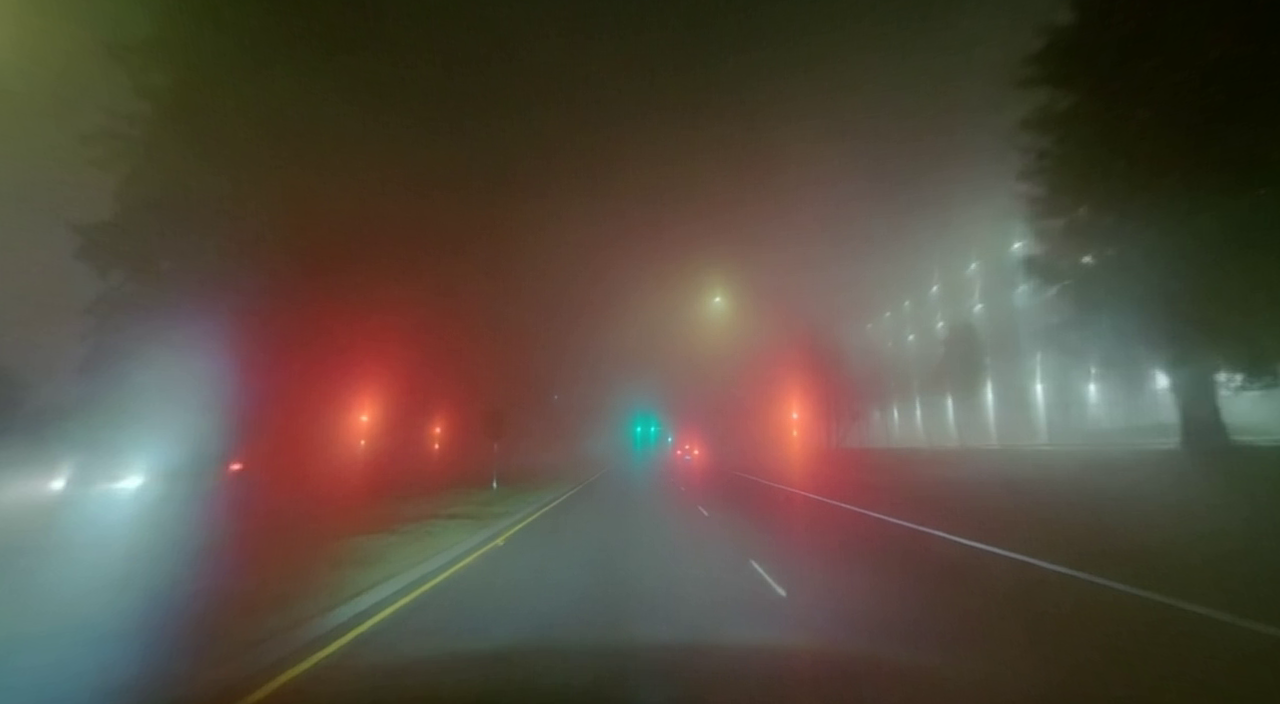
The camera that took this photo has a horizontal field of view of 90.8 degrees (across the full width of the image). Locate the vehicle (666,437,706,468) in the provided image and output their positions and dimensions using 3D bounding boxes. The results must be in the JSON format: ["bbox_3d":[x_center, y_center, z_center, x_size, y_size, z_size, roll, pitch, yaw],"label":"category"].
[{"bbox_3d":[2.928,6.508,41.075,2.085,1.828,5.383,0,-8,-1],"label":"vehicle"}]

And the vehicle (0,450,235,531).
[{"bbox_3d":[-11.694,2.986,14.309,1.890,1.446,4.714,0,-8,1],"label":"vehicle"}]
